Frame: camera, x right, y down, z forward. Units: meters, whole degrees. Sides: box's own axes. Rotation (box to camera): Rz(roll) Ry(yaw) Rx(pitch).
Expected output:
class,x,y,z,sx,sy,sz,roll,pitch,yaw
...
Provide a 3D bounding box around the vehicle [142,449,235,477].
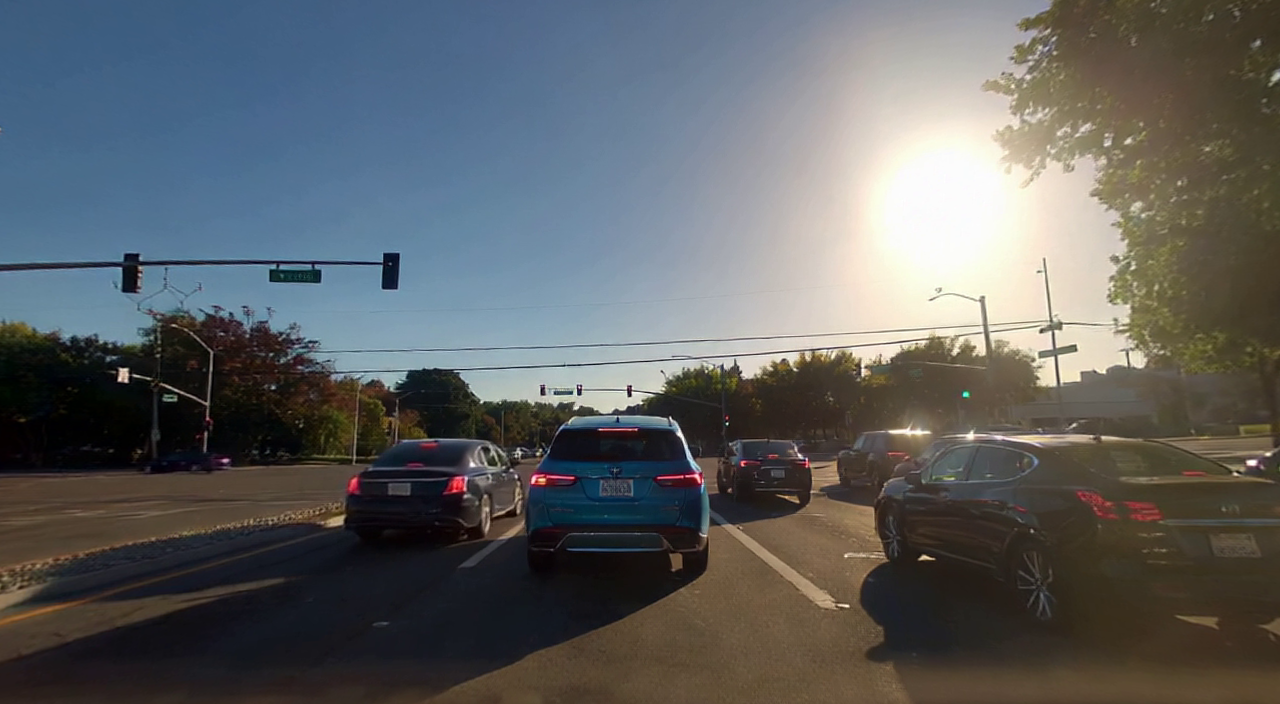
class,x,y,z,sx,sy,sz,roll,pitch,yaw
vehicle,-30.128,7.404,42.270,4.446,1.821,2.276,0,-8,1

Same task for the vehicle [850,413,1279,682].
class,x,y,z,sx,sy,sz,roll,pitch,yaw
vehicle,3.607,1.394,5.688,1.861,1.478,4.185,0,-8,-2

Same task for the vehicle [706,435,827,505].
class,x,y,z,sx,sy,sz,roll,pitch,yaw
vehicle,2.972,2.857,15.774,1.950,1.506,4.086,0,-8,-3

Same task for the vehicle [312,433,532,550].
class,x,y,z,sx,sy,sz,roll,pitch,yaw
vehicle,-3.186,2.127,10.368,2.077,1.493,4.281,0,-9,0

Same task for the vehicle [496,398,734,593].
class,x,y,z,sx,sy,sz,roll,pitch,yaw
vehicle,-0.277,1.559,7.627,2.101,1.707,3.904,0,-8,-2
